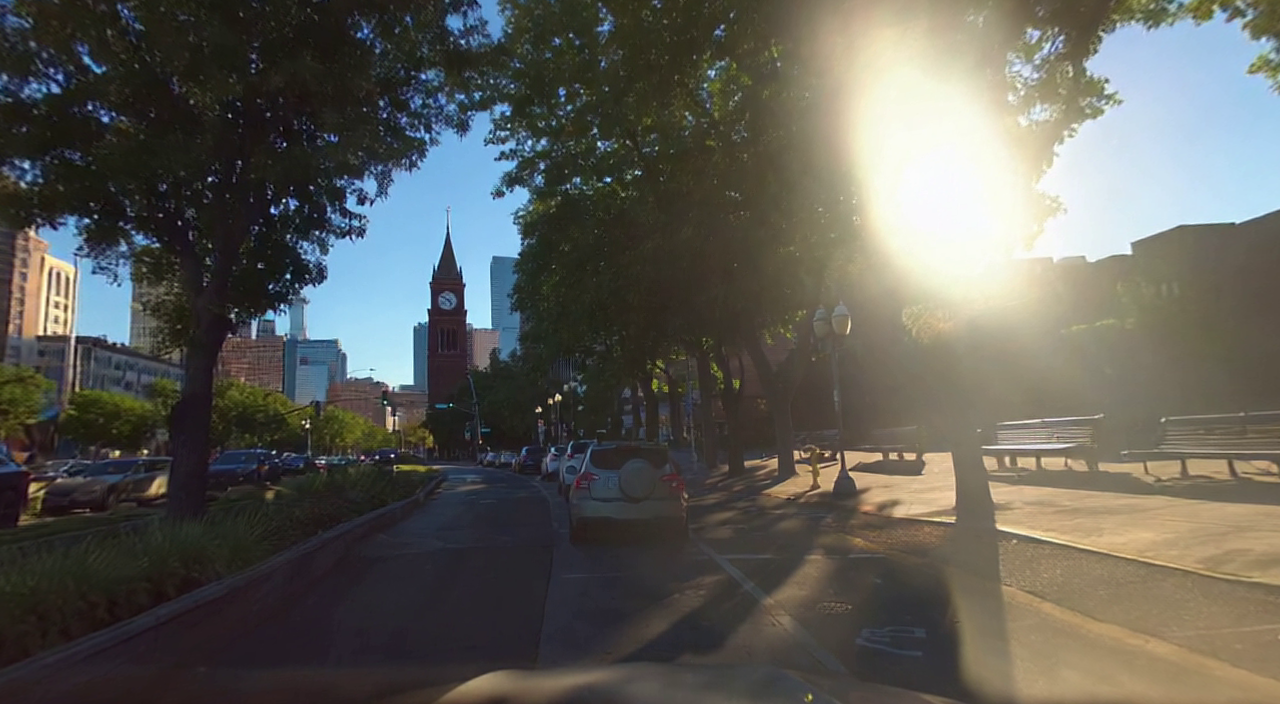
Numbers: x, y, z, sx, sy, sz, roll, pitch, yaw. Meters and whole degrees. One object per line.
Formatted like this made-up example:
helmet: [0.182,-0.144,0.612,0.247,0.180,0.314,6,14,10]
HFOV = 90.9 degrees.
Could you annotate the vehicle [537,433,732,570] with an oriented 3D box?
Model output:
vehicle: [-0.244,1.943,9.025,2.142,1.475,4.051,1,-8,-6]
